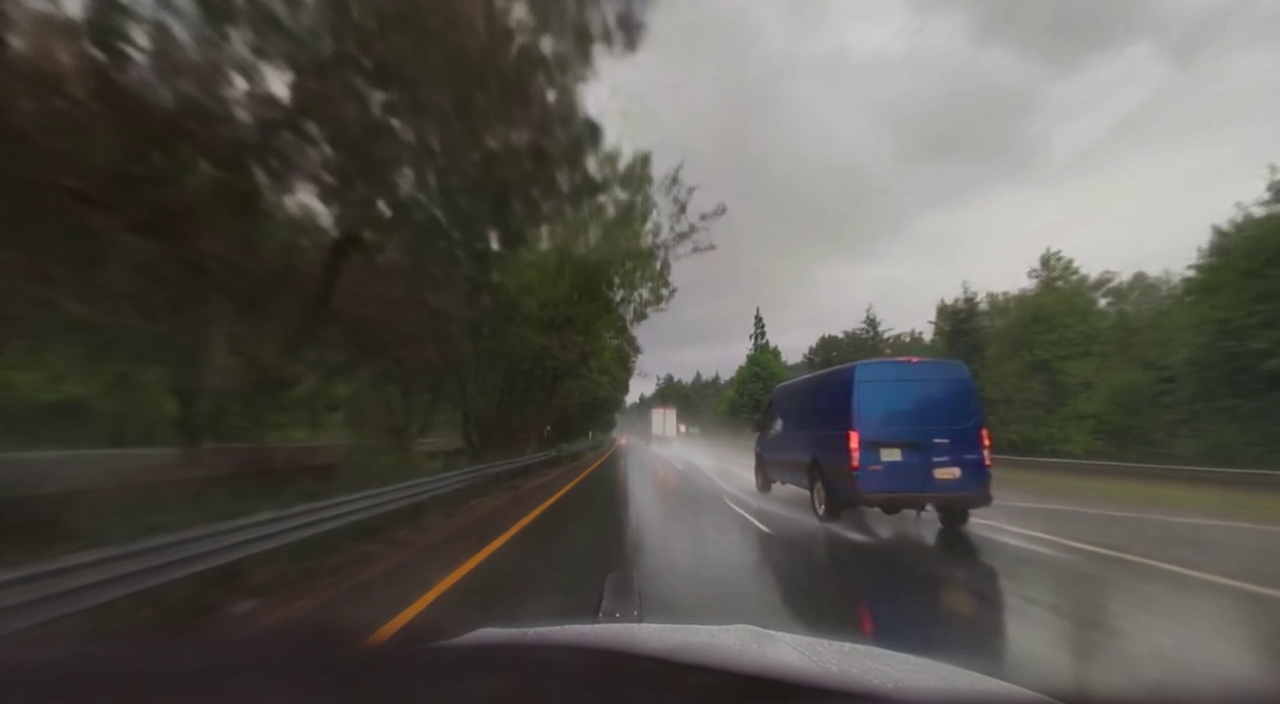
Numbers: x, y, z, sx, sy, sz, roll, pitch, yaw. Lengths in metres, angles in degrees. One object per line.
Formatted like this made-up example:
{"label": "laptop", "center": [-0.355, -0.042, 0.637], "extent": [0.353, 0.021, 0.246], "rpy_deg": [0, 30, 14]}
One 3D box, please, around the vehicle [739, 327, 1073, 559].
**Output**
{"label": "vehicle", "center": [3.448, 1.399, 10.144], "extent": [2.570, 2.596, 6.082], "rpy_deg": [0, -8, -1]}
